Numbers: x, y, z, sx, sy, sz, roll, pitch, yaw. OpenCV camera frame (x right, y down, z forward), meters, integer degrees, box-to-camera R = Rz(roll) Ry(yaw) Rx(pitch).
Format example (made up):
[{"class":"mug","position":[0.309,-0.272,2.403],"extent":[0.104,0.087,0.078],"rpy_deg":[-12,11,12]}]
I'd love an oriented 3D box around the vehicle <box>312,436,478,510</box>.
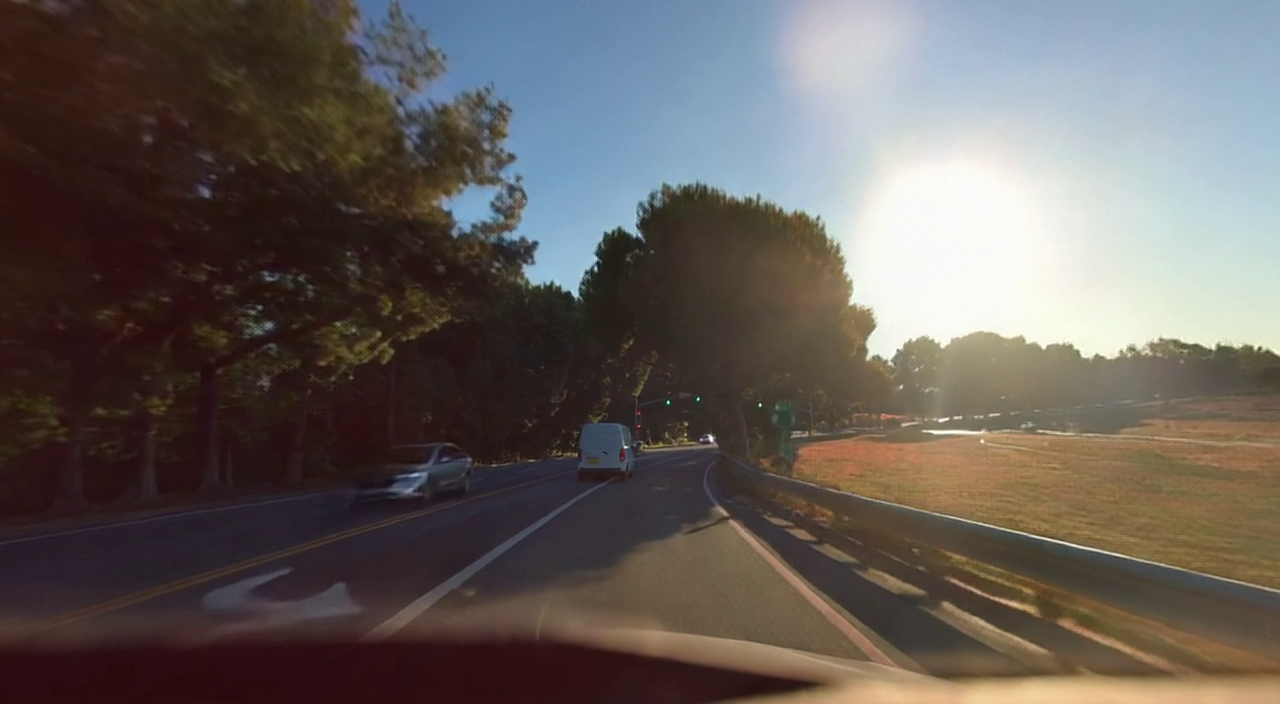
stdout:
[{"class":"vehicle","position":[-5.489,2.759,14.855],"extent":[1.968,1.460,4.486],"rpy_deg":[0,-8,2]}]

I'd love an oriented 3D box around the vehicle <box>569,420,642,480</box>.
[{"class":"vehicle","position":[-1.261,3.975,25.654],"extent":[2.362,2.185,5.212],"rpy_deg":[0,-8,4]}]
